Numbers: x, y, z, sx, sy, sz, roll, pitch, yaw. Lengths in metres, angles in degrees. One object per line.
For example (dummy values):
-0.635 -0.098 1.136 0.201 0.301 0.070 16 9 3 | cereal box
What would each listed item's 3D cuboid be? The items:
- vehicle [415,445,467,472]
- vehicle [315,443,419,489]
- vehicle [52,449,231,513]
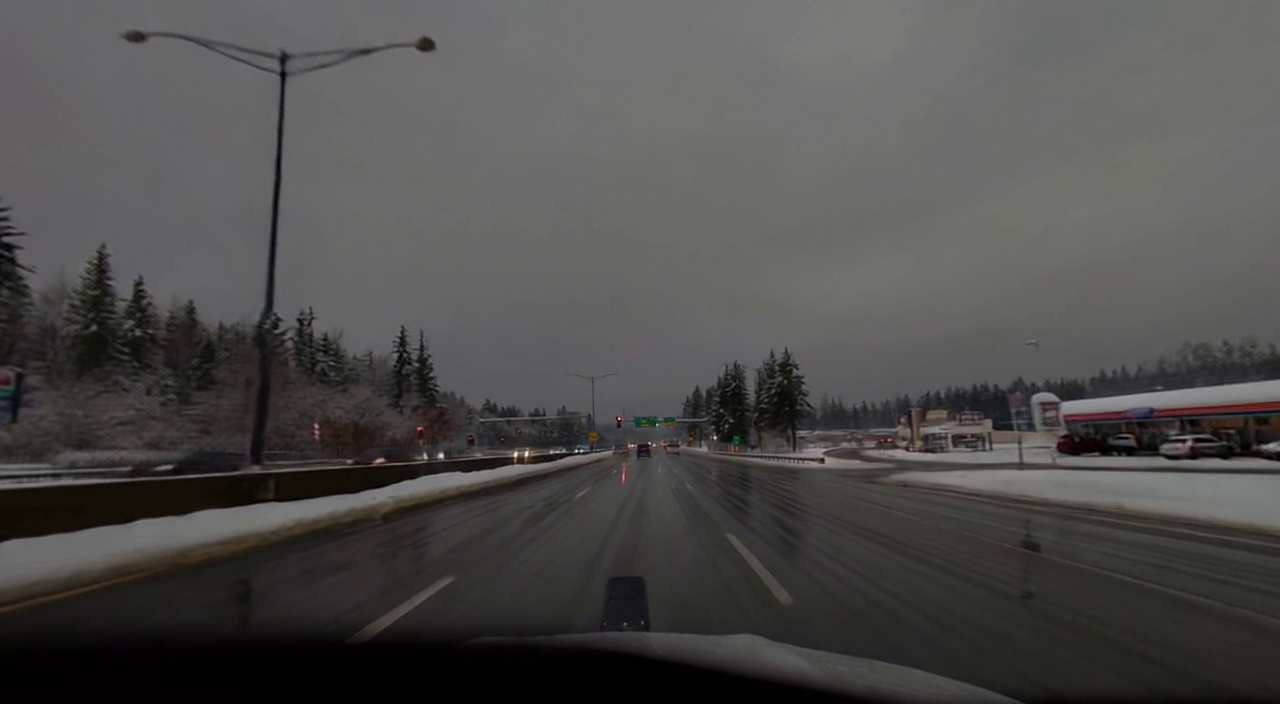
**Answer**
-13.479 7.231 42.988 2.078 1.684 4.505 0 -8 1 | vehicle
-10.352 4.324 24.322 2.059 1.621 4.269 0 -8 1 | vehicle
-13.319 3.420 17.191 1.722 1.510 3.779 0 -8 1 | vehicle
